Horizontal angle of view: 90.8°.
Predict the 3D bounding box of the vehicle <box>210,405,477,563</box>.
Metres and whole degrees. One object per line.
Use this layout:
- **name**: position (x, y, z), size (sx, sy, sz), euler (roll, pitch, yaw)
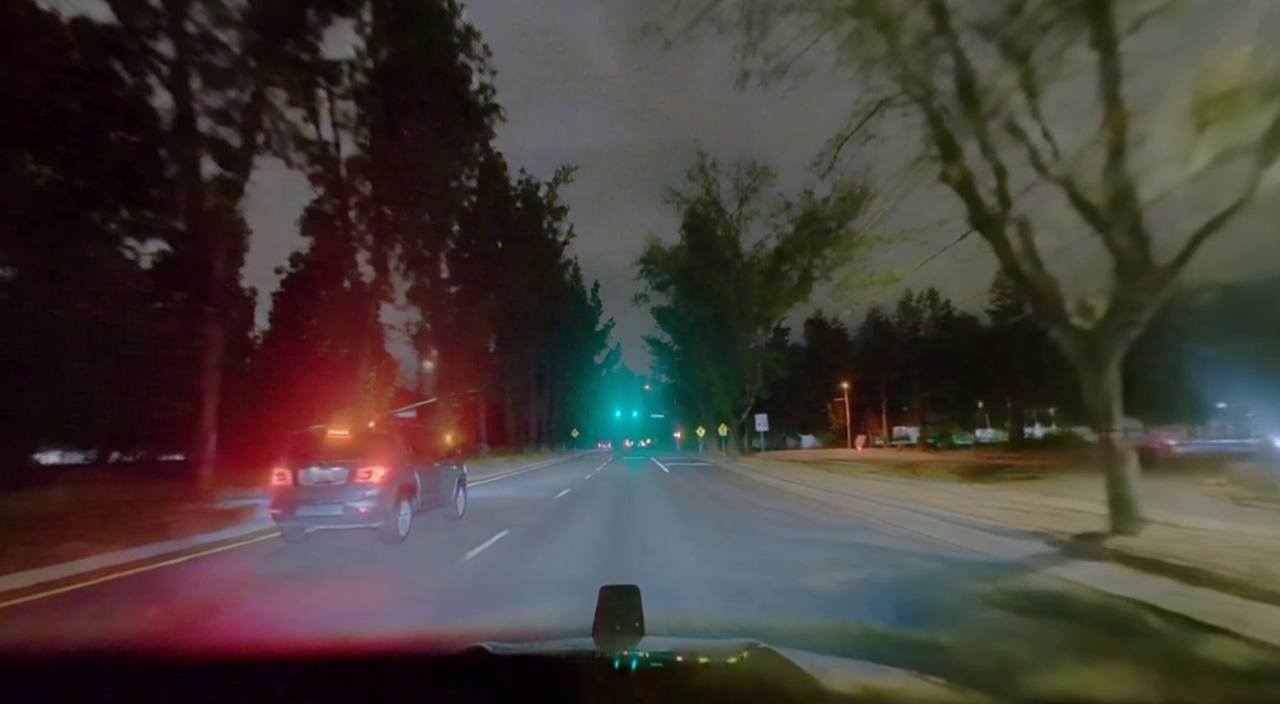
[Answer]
- **vehicle**: position (-3.922, 1.792, 9.269), size (2.018, 1.769, 3.897), euler (-1, -8, 0)
